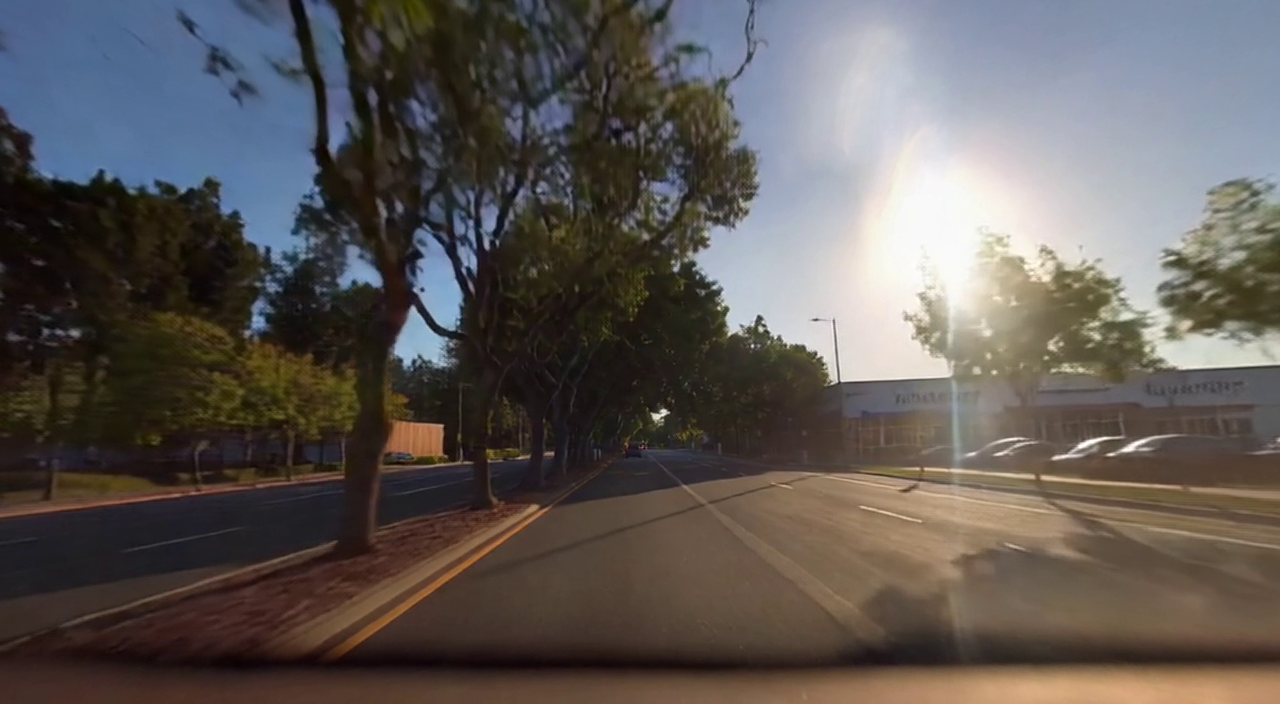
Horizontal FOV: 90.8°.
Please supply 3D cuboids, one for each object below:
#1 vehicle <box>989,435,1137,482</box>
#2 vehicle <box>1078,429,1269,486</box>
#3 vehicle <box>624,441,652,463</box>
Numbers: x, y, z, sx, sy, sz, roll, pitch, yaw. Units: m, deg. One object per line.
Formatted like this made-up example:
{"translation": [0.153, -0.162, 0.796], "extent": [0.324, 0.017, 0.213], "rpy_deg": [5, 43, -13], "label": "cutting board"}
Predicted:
{"translation": [18.391, 4.644, 27.650], "extent": [4.904, 1.924, 2.095], "rpy_deg": [1, -8, -1], "label": "vehicle"}
{"translation": [18.856, 3.743, 22.525], "extent": [4.739, 1.916, 2.136], "rpy_deg": [0, -8, 1], "label": "vehicle"}
{"translation": [-0.163, 7.865, 49.784], "extent": [2.095, 1.647, 4.205], "rpy_deg": [0, -8, -1], "label": "vehicle"}
